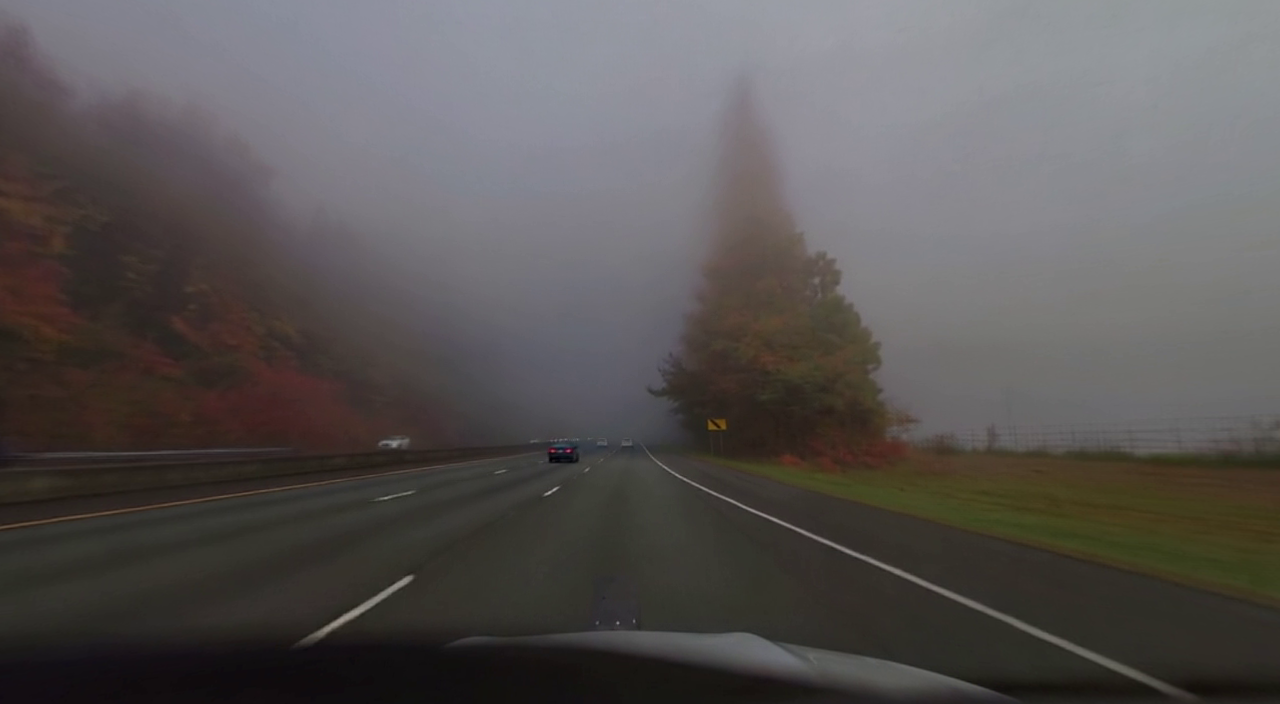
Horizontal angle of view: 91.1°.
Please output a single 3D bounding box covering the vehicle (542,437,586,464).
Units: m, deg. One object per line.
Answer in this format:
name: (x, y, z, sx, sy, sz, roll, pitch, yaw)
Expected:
vehicle: (-4.442, 5.839, 37.383, 2.004, 1.497, 4.260, 0, -8, 1)
